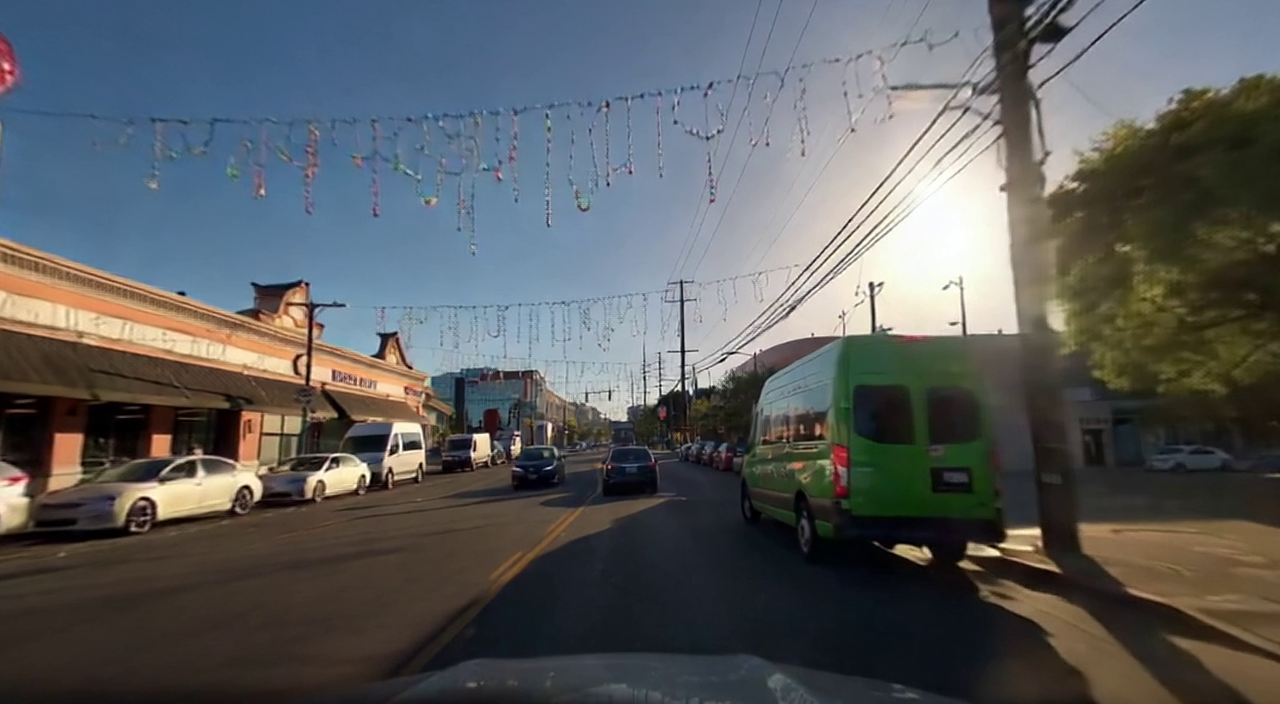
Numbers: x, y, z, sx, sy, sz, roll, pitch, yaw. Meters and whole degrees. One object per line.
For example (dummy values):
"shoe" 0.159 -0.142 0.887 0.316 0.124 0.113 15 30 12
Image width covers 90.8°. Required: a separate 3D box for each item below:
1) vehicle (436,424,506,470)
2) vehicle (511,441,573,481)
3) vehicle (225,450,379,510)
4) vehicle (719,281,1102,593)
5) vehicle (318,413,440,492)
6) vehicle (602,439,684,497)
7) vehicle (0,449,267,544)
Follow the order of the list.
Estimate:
"vehicle" -10.212 5.835 38.925 2.964 2.597 6.437 1 -8 -5
"vehicle" -3.912 4.425 25.914 1.974 1.484 4.400 0 -8 -2
"vehicle" -9.686 3.662 18.669 2.063 1.481 4.722 0 -8 -2
"vehicle" 2.953 1.267 9.436 2.419 2.927 6.907 0 -8 -2
"vehicle" -9.965 3.897 24.831 2.398 2.723 5.816 0 -8 -2
"vehicle" 0.058 3.303 18.471 2.112 1.464 4.411 0 -8 0
"vehicle" -9.760 2.727 12.656 1.848 1.517 4.452 0 -8 0
